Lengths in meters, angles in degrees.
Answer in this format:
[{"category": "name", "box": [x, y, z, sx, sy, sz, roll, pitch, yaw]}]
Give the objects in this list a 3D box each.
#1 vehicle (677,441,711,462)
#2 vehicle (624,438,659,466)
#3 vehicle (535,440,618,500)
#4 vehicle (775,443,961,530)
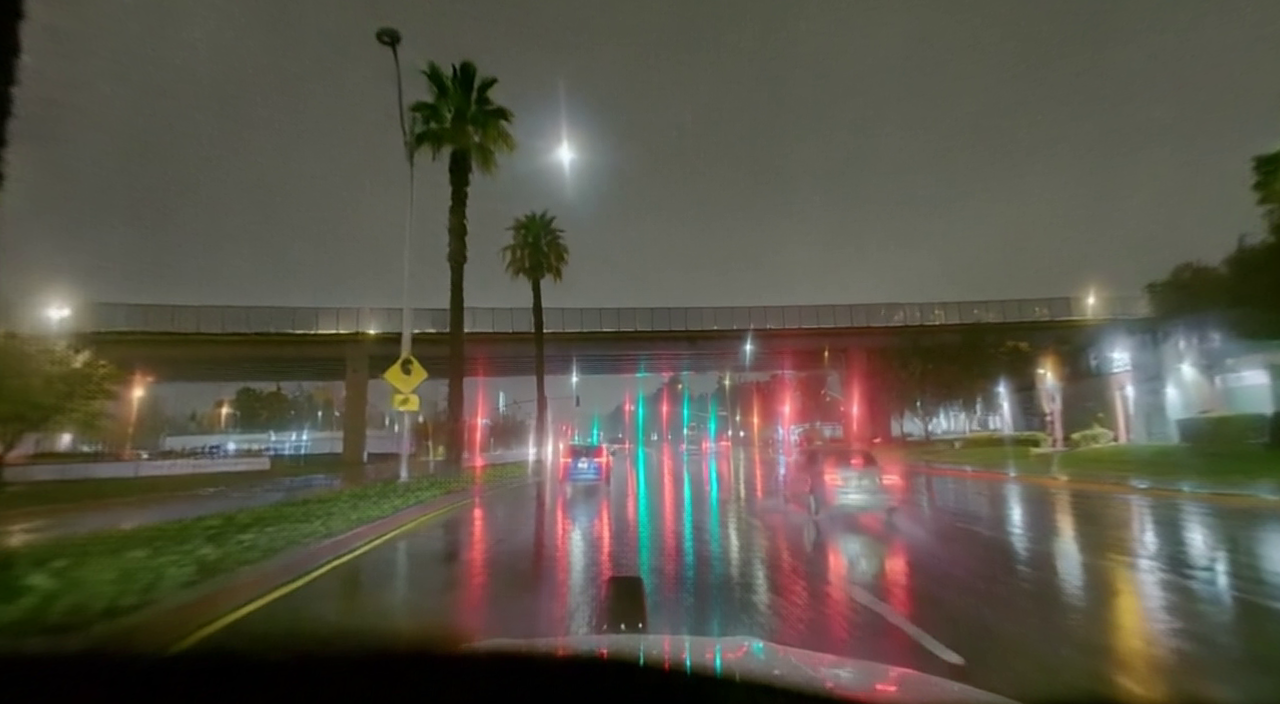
[{"category": "vehicle", "box": [4.083, 7.612, 48.257, 2.119, 1.509, 4.495, 0, -8, -1]}, {"category": "vehicle", "box": [0.096, 6.457, 40.505, 2.172, 1.694, 4.055, 0, -8, 0]}, {"category": "vehicle", "box": [-1.748, 3.320, 18.160, 2.111, 1.506, 4.018, 1, -8, -4]}, {"category": "vehicle", "box": [4.211, 2.526, 12.462, 2.156, 1.404, 4.120, 0, -8, 0]}]
